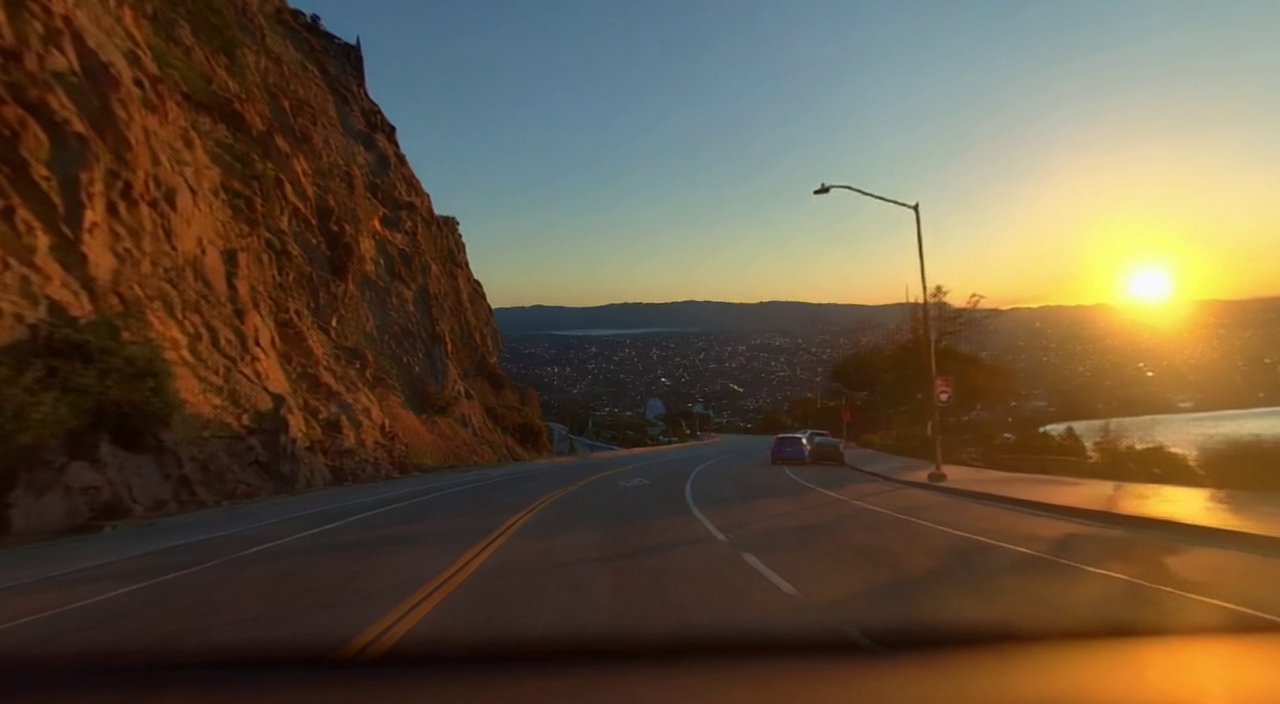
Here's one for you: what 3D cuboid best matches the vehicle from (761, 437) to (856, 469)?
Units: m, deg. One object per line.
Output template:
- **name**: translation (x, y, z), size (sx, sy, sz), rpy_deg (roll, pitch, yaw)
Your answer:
- **vehicle**: translation (9.036, 5.345, 33.785), size (4.963, 1.585, 2.155), rpy_deg (5, -9, -34)
